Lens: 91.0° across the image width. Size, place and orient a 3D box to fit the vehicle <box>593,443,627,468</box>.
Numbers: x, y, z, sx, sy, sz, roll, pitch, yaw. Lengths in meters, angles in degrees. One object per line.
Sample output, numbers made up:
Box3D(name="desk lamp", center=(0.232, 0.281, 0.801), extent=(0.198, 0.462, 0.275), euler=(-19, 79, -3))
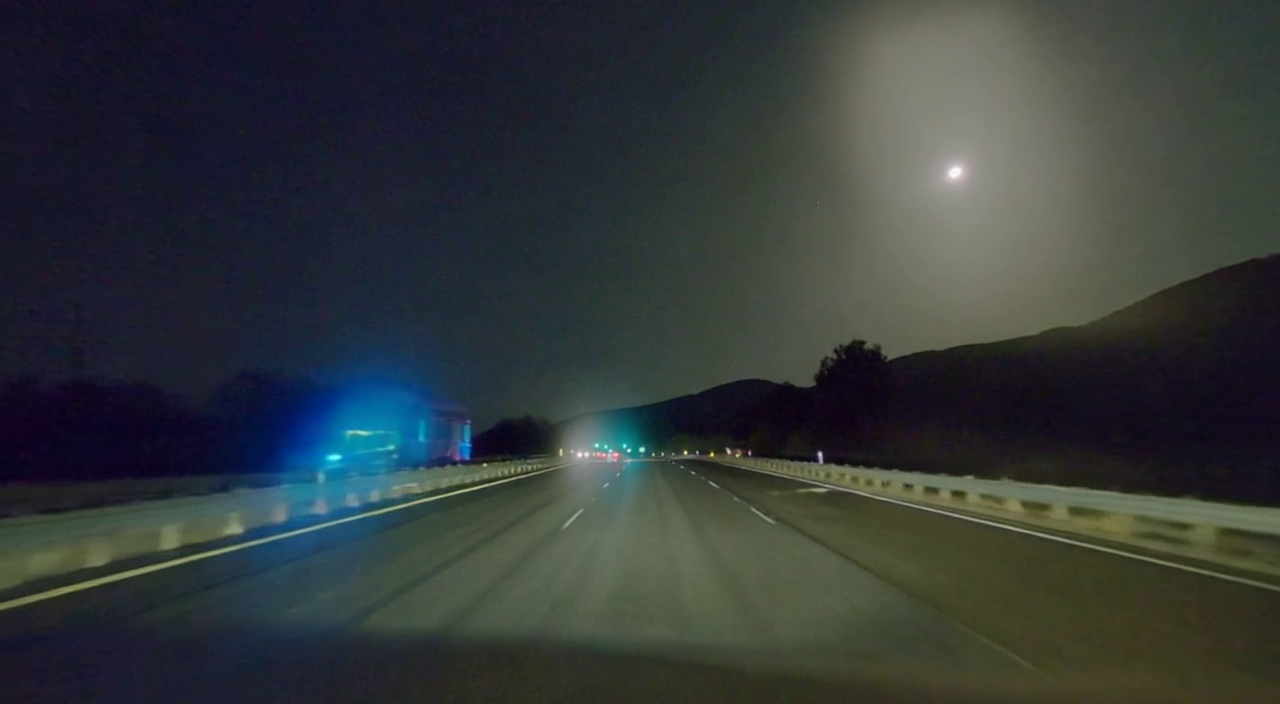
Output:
Box3D(name="vehicle", center=(-1.973, 6.926, 42.347), extent=(2.050, 1.530, 4.144), euler=(0, -8, 0))

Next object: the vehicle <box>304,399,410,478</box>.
Box3D(name="vehicle", center=(-15.384, 4.765, 34.806), extent=(3.041, 3.945, 5.899), euler=(0, -8, 0))
